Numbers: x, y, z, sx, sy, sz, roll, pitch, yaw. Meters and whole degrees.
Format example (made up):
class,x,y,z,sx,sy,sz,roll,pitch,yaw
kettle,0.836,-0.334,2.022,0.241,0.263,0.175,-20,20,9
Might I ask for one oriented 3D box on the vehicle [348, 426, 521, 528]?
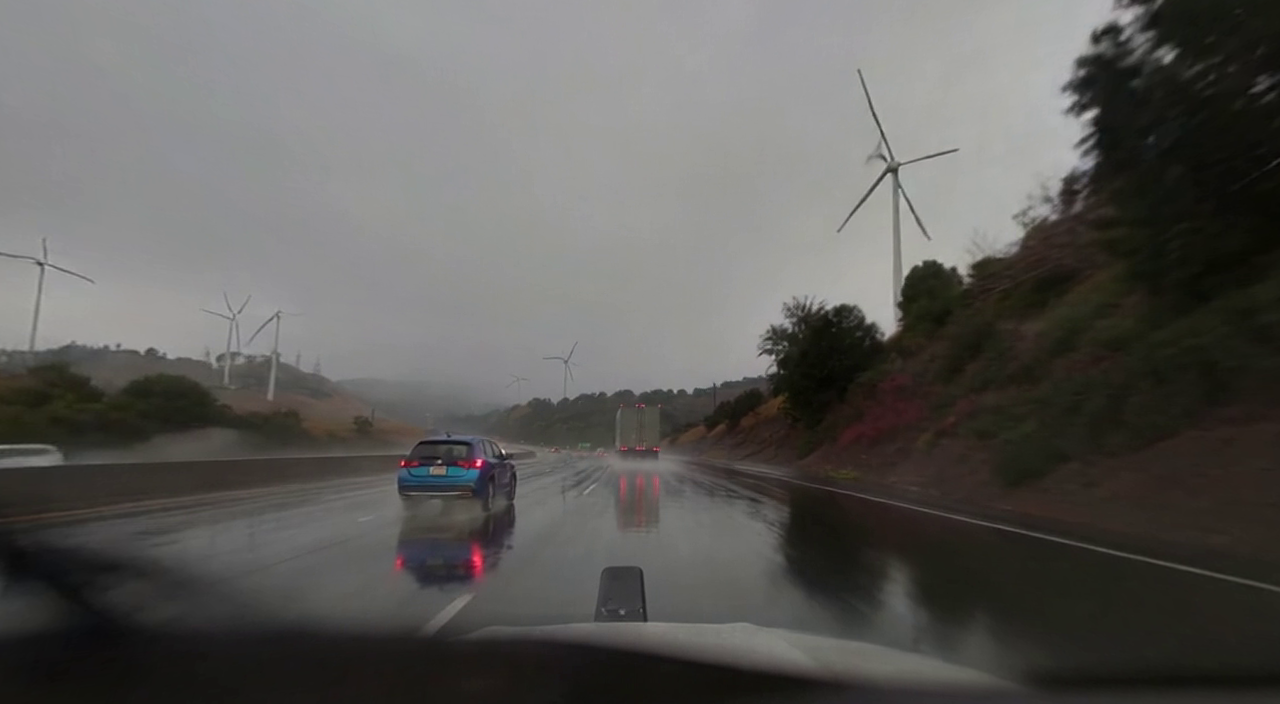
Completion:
class,x,y,z,sx,sy,sz,roll,pitch,yaw
vehicle,-3.787,2.354,12.391,2.109,1.684,3.783,0,-8,0
